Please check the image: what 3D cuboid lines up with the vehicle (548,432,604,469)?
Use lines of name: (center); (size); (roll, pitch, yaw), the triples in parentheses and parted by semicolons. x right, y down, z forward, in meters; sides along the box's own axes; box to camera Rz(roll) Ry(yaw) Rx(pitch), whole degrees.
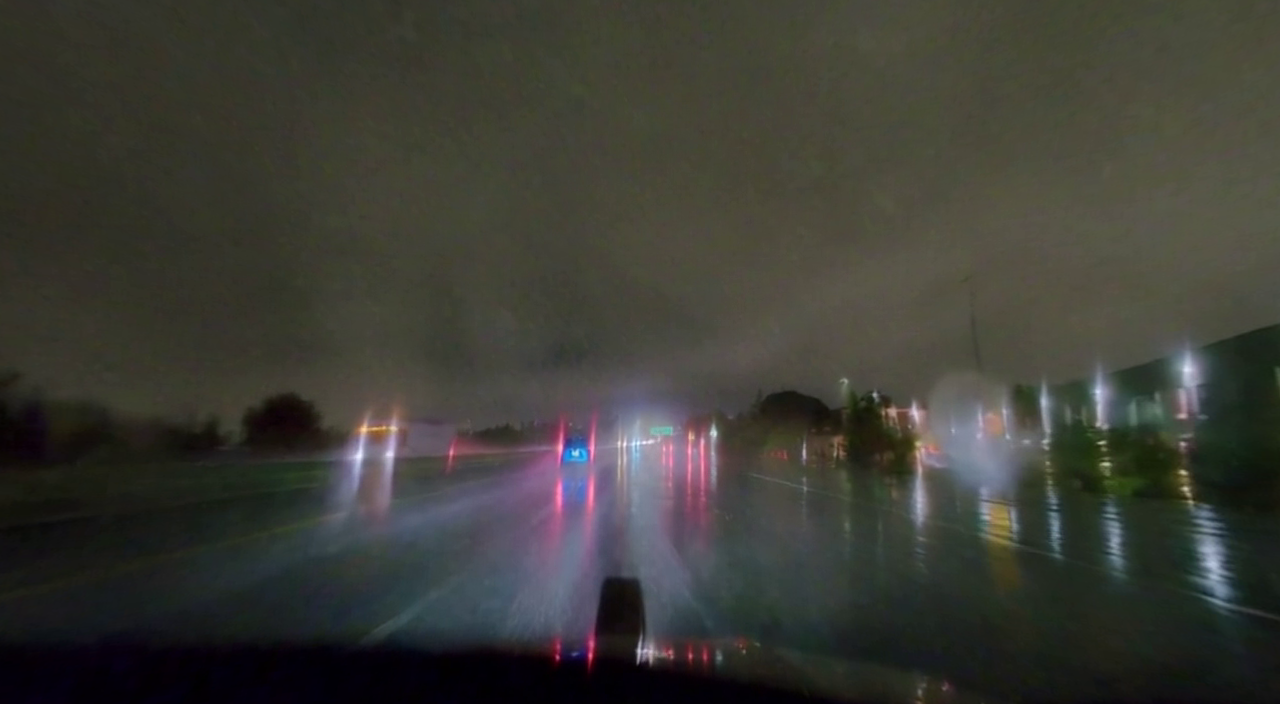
vehicle: (-3.571, 5.611, 36.203); (2.431, 1.928, 5.760); (0, -8, 2)
